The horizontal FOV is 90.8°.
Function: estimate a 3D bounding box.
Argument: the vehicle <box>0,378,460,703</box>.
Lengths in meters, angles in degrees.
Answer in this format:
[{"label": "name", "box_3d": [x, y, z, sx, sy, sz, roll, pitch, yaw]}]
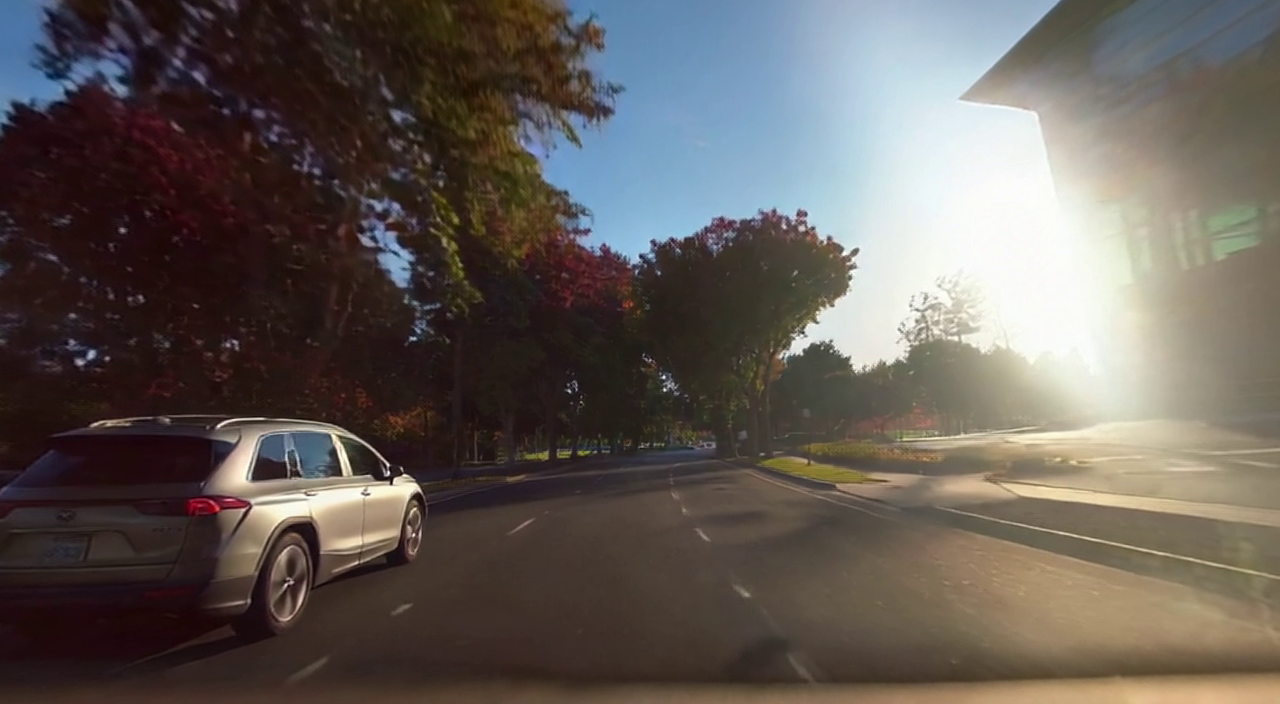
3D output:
[{"label": "vehicle", "box_3d": [-3.272, 1.314, 5.401, 2.067, 1.700, 4.561, 0, -8, 1]}]
